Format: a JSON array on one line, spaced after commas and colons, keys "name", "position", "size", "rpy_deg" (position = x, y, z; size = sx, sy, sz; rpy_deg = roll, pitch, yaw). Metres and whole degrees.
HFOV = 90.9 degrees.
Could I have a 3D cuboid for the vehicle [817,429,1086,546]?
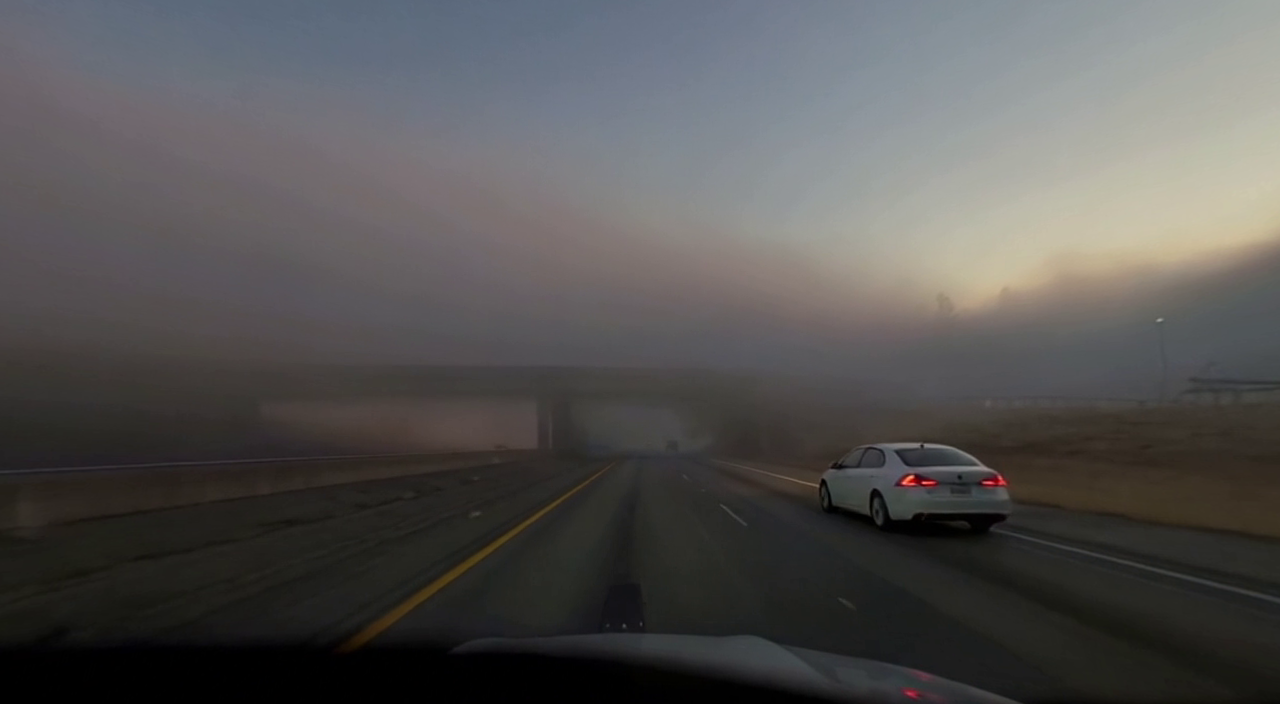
[{"name": "vehicle", "position": [4.685, 2.088, 10.531], "size": [2.027, 1.487, 4.718], "rpy_deg": [0, -8, -1]}]
